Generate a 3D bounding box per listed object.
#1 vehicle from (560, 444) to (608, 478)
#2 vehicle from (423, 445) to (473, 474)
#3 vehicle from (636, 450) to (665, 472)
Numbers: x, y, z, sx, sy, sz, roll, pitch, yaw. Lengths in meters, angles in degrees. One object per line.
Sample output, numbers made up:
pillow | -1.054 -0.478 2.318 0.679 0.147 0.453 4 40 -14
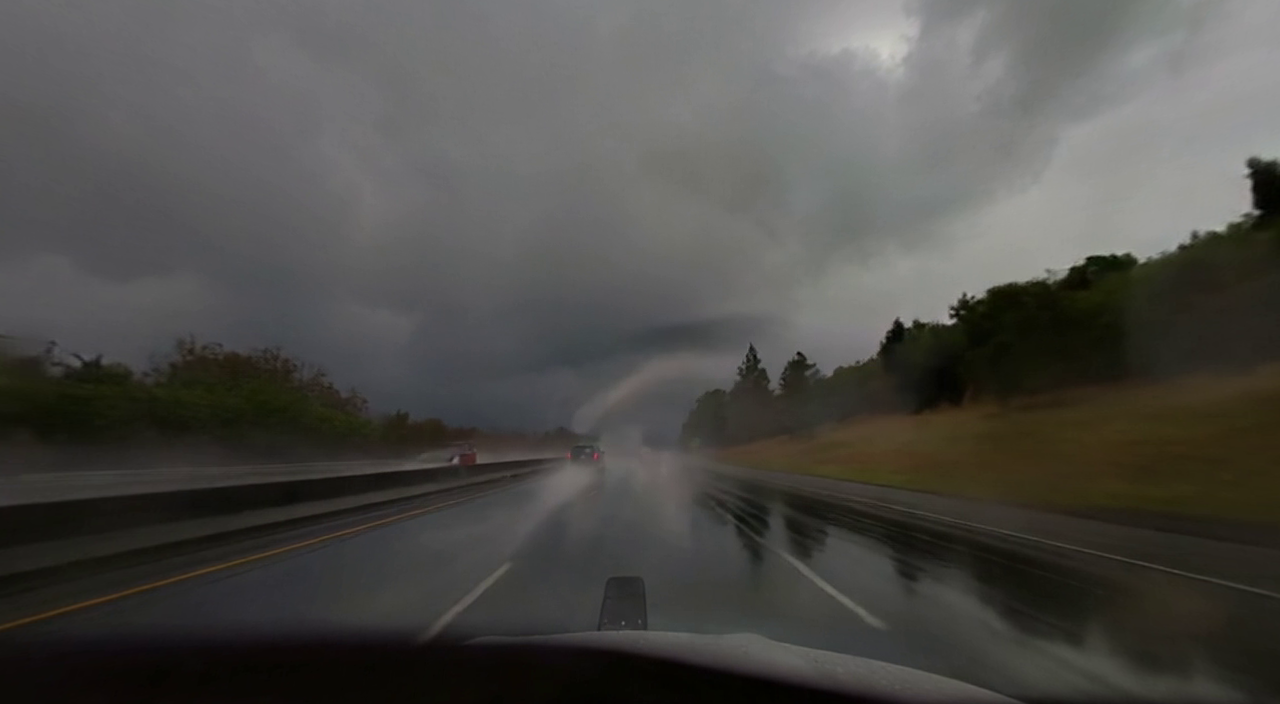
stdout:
vehicle | -2.985 5.958 34.652 2.143 1.770 4.283 0 -9 1
vehicle | -13.444 7.560 44.471 2.072 1.878 4.726 0 -9 -1
vehicle | 0.772 7.996 46.454 2.036 1.519 4.225 0 -9 0
